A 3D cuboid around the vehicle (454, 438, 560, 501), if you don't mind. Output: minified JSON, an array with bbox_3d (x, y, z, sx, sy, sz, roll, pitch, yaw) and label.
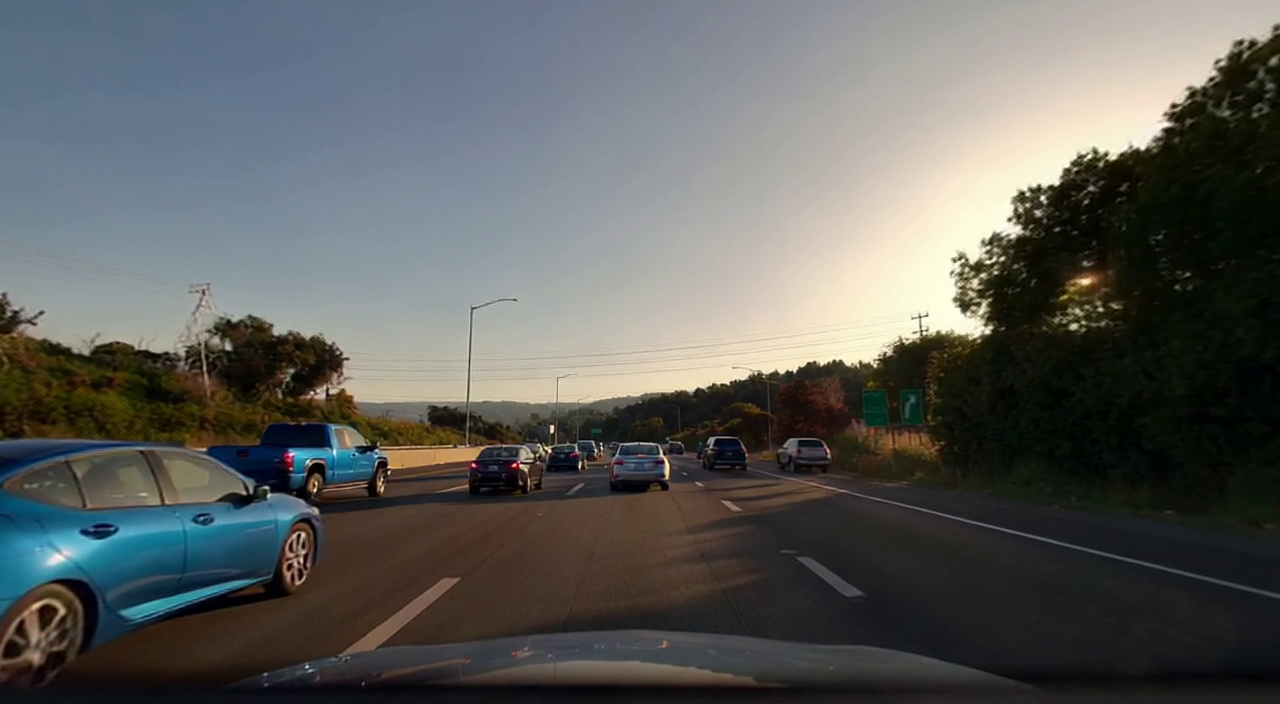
[{"bbox_3d":[-3.362,3.035,16.796,1.899,1.437,4.131,0,-8,0],"label":"vehicle"}]

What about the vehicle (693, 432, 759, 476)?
[{"bbox_3d":[3.786,4.599,28.849,2.113,1.800,5.376,0,-8,-2],"label":"vehicle"}]

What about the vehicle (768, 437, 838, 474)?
[{"bbox_3d":[7.815,4.997,30.823,1.969,1.608,4.865,0,-8,-1],"label":"vehicle"}]

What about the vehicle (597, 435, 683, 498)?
[{"bbox_3d":[-0.027,3.126,17.708,2.102,1.499,4.439,0,-8,-1],"label":"vehicle"}]

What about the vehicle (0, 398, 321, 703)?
[{"bbox_3d":[-3.696,0.981,2.933,1.955,1.481,4.604,0,-8,1],"label":"vehicle"}]
